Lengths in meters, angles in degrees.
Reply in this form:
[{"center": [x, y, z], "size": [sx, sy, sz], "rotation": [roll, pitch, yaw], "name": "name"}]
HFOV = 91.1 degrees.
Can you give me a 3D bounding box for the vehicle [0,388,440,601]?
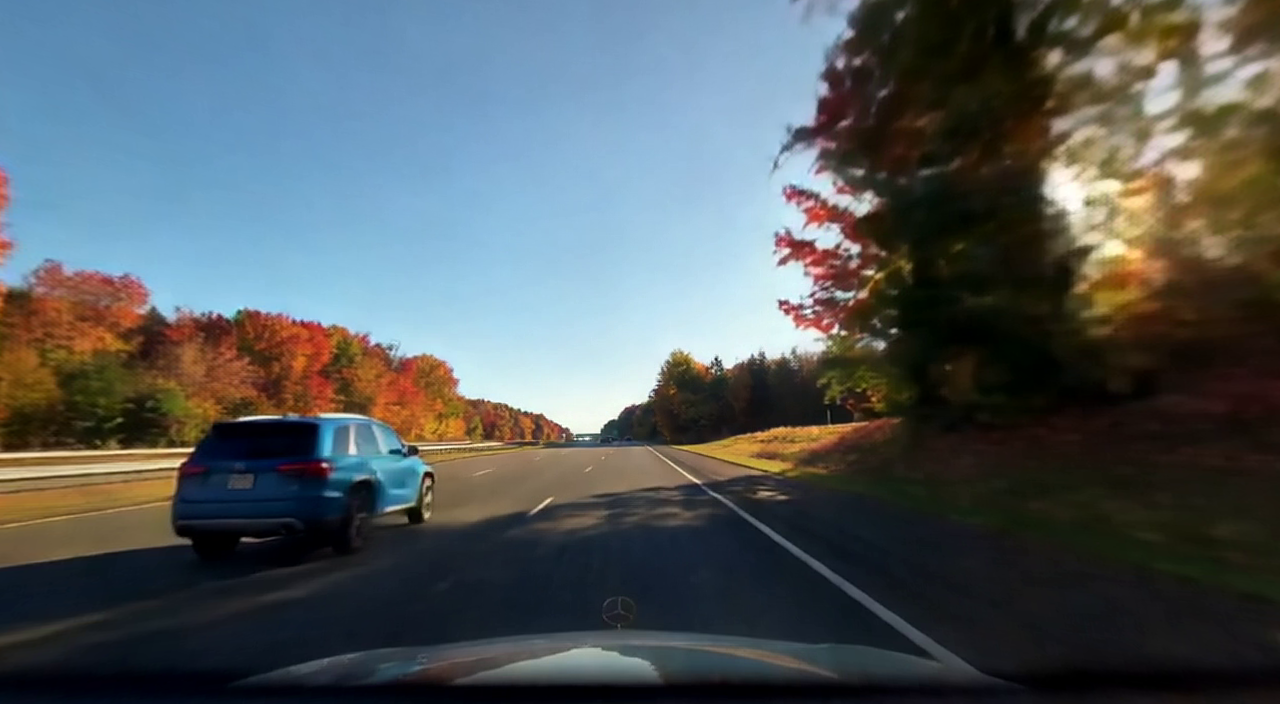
[{"center": [-4.119, 1.431, 7.294], "size": [2.057, 1.666, 4.552], "rotation": [0, -8, 1], "name": "vehicle"}]
